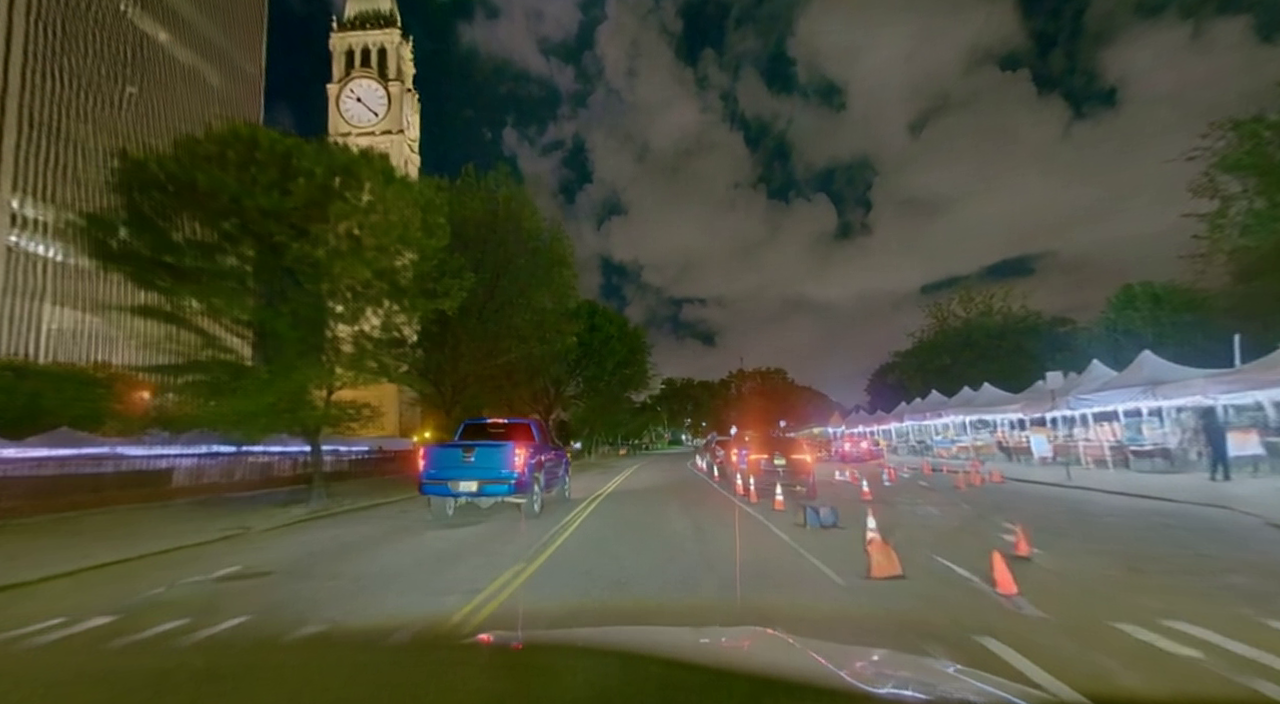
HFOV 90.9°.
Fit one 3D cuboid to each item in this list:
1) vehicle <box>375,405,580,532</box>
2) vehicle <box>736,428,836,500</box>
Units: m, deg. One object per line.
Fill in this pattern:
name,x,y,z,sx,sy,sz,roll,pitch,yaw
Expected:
vehicle,-2.823,2.243,12.750,2.452,1.954,5.653,-1,-8,2
vehicle,3.643,2.879,16.535,2.023,1.607,4.225,-1,-8,6
